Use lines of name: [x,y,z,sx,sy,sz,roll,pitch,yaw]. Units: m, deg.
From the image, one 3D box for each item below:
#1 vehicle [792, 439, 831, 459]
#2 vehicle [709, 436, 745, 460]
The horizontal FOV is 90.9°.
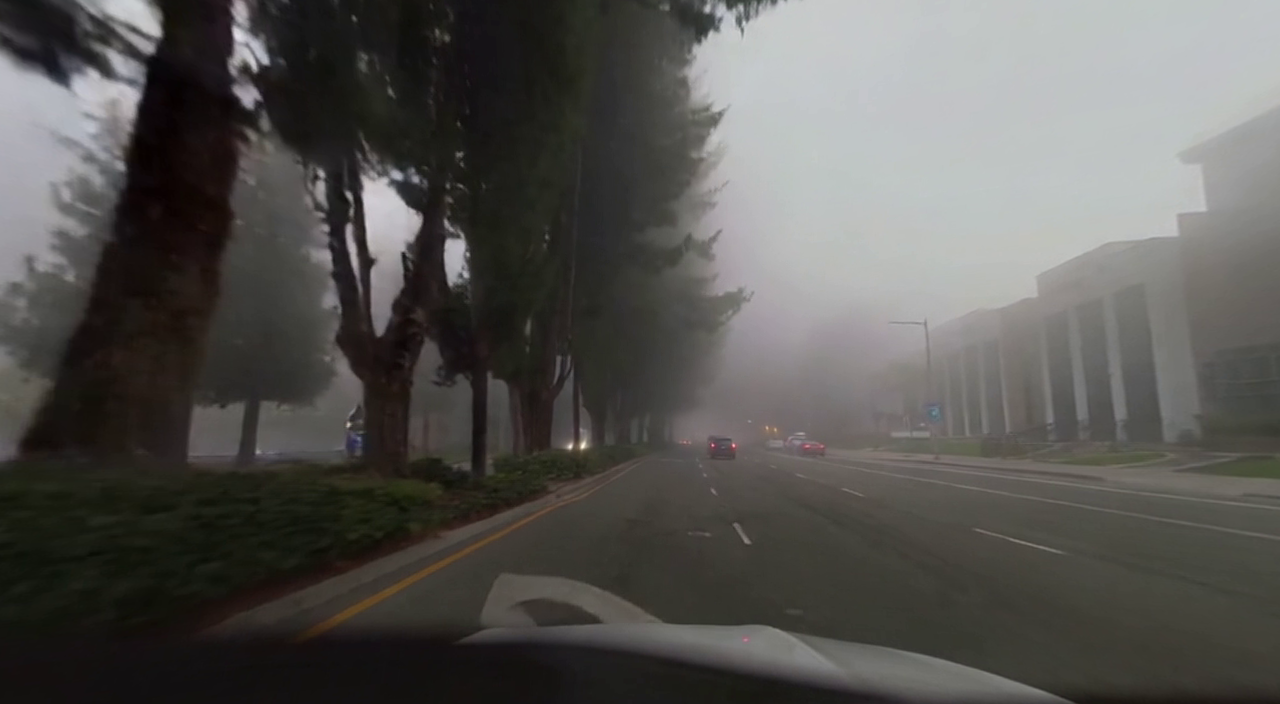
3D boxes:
vehicle: [12.930,7.367,47.910,1.840,1.467,4.731,-1,-9,3]
vehicle: [6.372,7.074,46.564,2.216,1.675,4.627,-1,-9,3]
